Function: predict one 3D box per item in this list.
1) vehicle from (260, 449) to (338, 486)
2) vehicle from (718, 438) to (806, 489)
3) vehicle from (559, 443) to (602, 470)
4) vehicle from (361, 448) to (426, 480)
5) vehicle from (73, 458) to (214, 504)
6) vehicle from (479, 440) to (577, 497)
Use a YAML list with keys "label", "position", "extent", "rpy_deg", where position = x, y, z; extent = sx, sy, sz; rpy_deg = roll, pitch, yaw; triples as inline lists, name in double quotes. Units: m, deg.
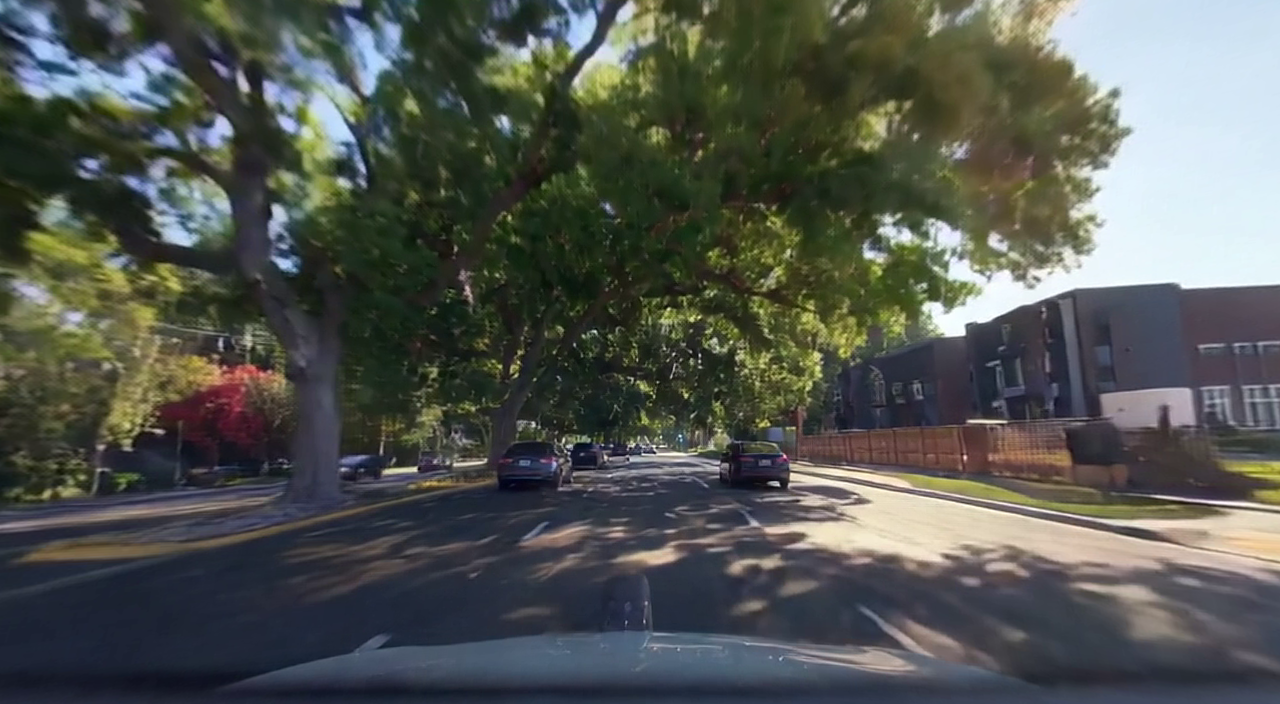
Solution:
- label: "vehicle"
  position: [-22.286, 7.532, 41.449]
  extent: [2.523, 2.213, 4.637]
  rpy_deg: [0, -8, -1]
- label: "vehicle"
  position: [3.907, 3.659, 21.069]
  extent: [2.010, 1.486, 4.498]
  rpy_deg: [0, -8, 0]
- label: "vehicle"
  position: [-3.447, 6.161, 37.348]
  extent: [1.988, 1.497, 4.404]
  rpy_deg: [0, -8, 2]
- label: "vehicle"
  position: [-15.473, 7.024, 39.915]
  extent: [2.012, 1.813, 4.910]
  rpy_deg: [0, -8, 1]
- label: "vehicle"
  position: [-22.623, 5.844, 29.076]
  extent: [2.006, 1.782, 5.406]
  rpy_deg: [0, -8, 1]
- label: "vehicle"
  position: [-3.176, 3.398, 18.843]
  extent: [2.053, 1.480, 4.381]
  rpy_deg: [0, -8, 1]
